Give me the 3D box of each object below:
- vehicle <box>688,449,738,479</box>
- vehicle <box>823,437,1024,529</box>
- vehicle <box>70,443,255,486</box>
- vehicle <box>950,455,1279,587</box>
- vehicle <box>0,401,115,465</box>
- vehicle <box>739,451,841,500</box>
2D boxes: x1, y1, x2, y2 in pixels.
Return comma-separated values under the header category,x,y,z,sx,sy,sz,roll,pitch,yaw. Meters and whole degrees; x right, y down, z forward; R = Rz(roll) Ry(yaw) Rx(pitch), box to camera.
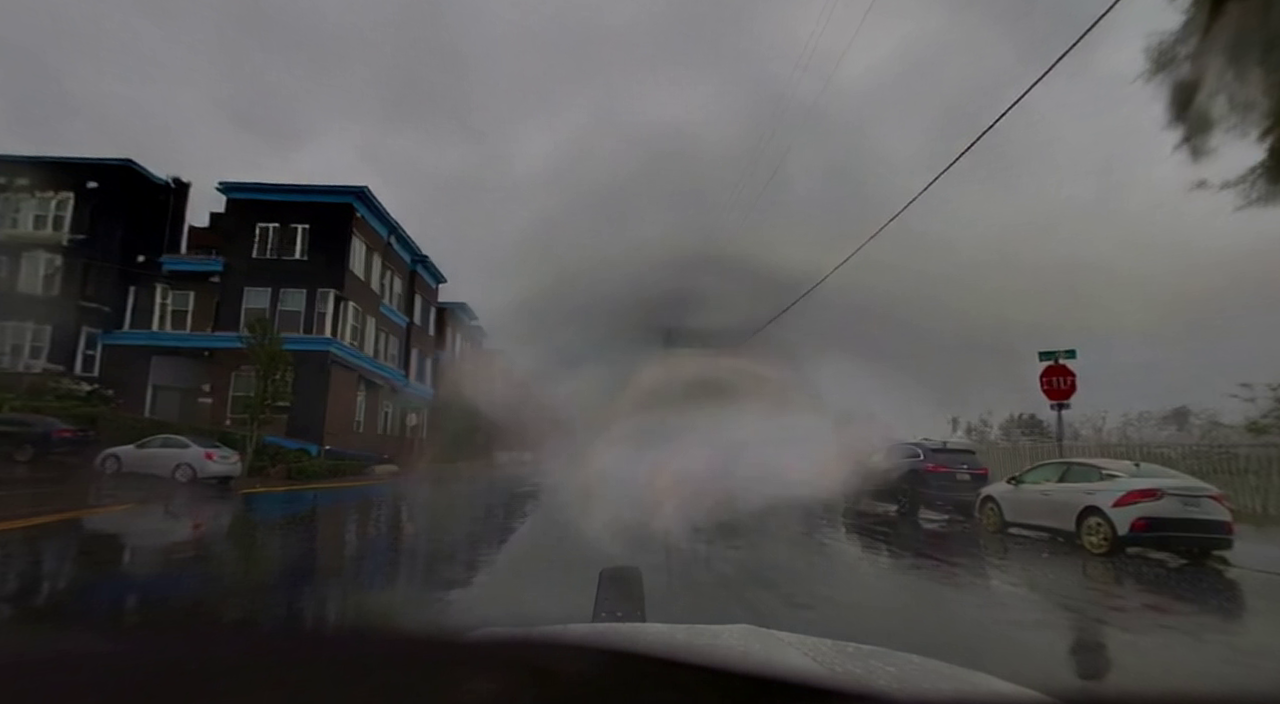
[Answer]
category,x,y,z,sx,sy,sz,roll,pitch,yaw
vehicle,4.017,6.278,35.668,1.901,1.495,4.340,0,-9,-6
vehicle,6.159,2.867,14.554,1.917,1.704,4.840,1,-9,-7
vehicle,-16.180,3.804,21.695,4.603,1.335,1.889,2,-9,-14
vehicle,6.593,2.218,9.151,1.900,1.368,4.176,0,-8,-3
vehicle,-21.307,2.757,22.010,4.598,1.645,2.019,6,-7,13
vehicle,5.302,4.425,23.140,2.122,1.554,4.777,1,-9,-6
